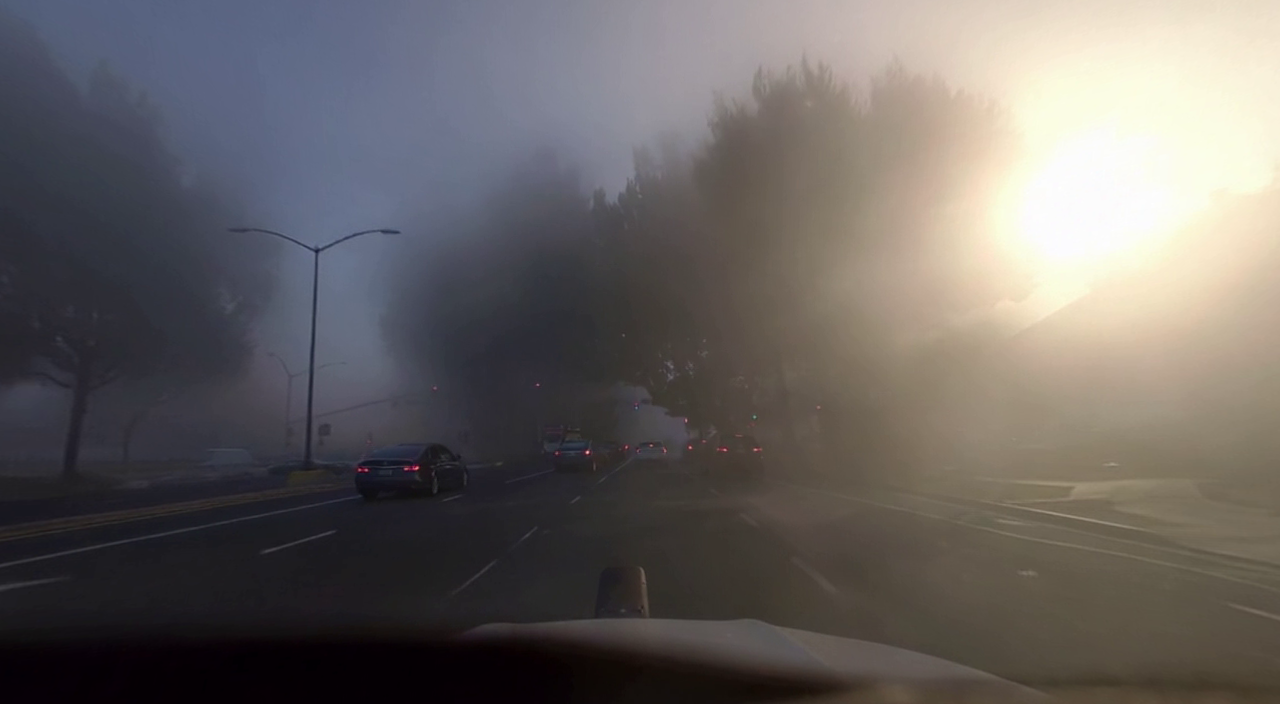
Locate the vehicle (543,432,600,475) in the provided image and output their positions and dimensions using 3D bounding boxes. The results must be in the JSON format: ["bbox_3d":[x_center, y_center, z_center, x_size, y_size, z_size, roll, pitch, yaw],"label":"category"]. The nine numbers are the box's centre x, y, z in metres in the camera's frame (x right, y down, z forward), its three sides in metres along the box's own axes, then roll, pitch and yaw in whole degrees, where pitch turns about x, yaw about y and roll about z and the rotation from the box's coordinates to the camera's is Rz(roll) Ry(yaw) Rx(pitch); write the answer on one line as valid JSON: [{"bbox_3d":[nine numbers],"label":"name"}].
[{"bbox_3d":[-2.894,4.420,27.539,1.912,1.703,4.261,0,-8,2],"label":"vehicle"}]

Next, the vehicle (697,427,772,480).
[{"bbox_3d":[3.513,3.874,24.313,2.141,1.833,4.704,0,-8,-1],"label":"vehicle"}]

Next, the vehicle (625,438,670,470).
[{"bbox_3d":[0.318,4.883,30.251,2.021,1.461,3.862,0,-8,0],"label":"vehicle"}]

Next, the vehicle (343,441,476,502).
[{"bbox_3d":[-6.175,3.222,17.507,1.926,1.465,4.620,0,-8,0],"label":"vehicle"}]
